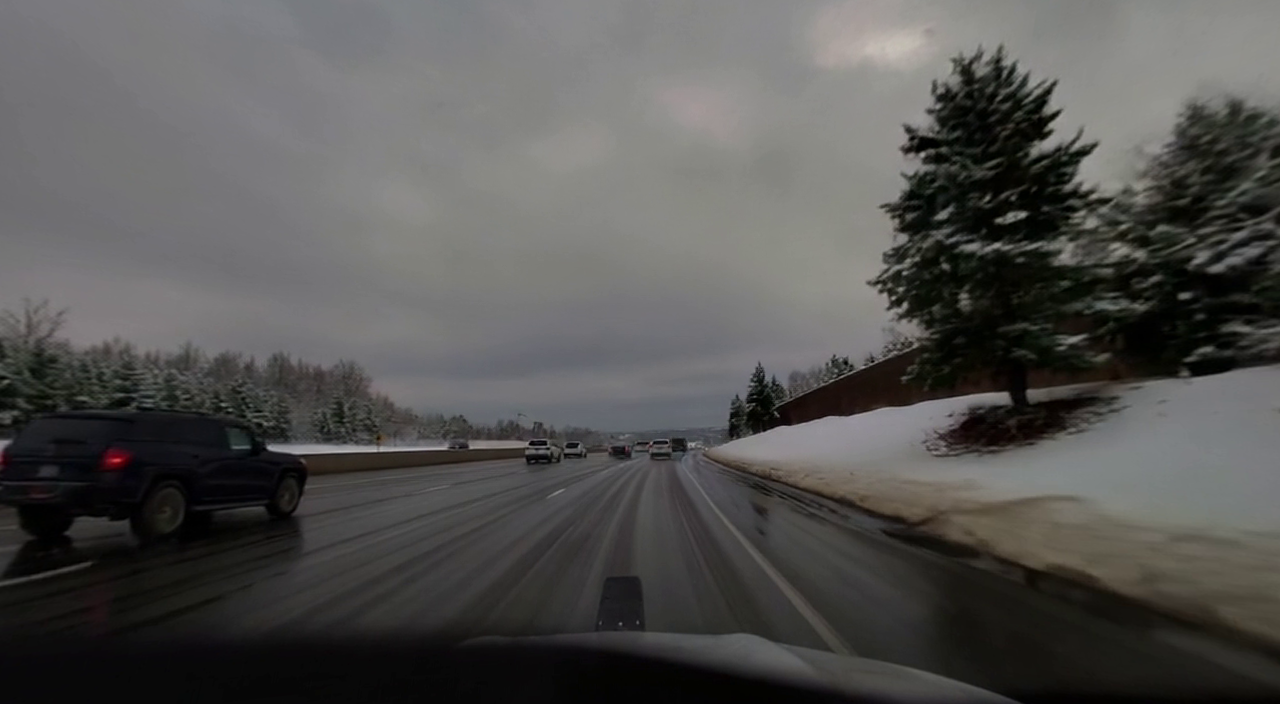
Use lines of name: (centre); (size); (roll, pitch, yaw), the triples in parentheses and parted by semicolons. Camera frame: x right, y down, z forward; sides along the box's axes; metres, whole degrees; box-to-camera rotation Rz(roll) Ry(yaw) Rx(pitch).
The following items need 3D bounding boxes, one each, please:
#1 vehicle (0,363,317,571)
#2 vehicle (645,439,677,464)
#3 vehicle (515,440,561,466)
vehicle: (-7.241, 1.488, 8.701); (2.438, 1.967, 5.596); (0, -8, 2)
vehicle: (1.576, 7.109, 45.115); (2.141, 1.706, 4.065); (0, -8, 4)
vehicle: (-6.449, 6.419, 40.301); (1.986, 1.534, 4.255); (0, -8, 4)
